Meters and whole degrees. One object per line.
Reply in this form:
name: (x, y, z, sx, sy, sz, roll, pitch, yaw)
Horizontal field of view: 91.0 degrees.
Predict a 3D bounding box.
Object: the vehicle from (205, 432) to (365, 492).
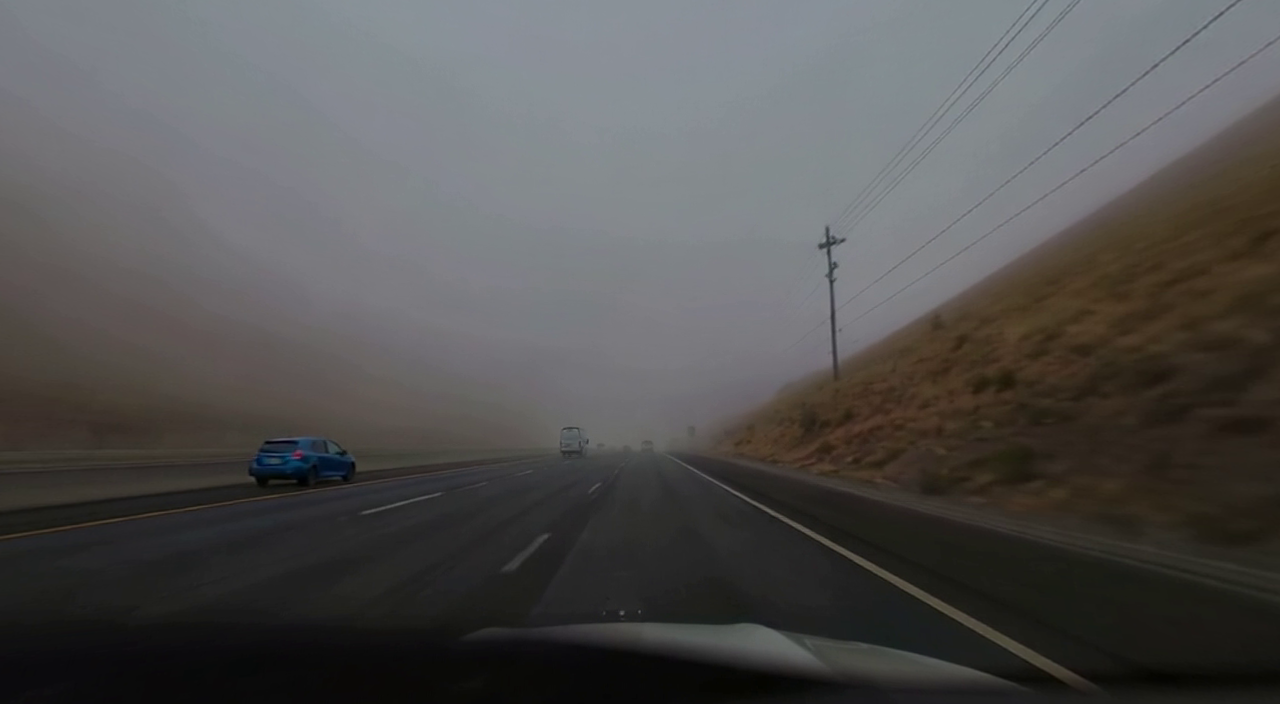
vehicle: (-10.482, 3.278, 19.150, 1.971, 1.558, 4.847, 1, -8, 1)
